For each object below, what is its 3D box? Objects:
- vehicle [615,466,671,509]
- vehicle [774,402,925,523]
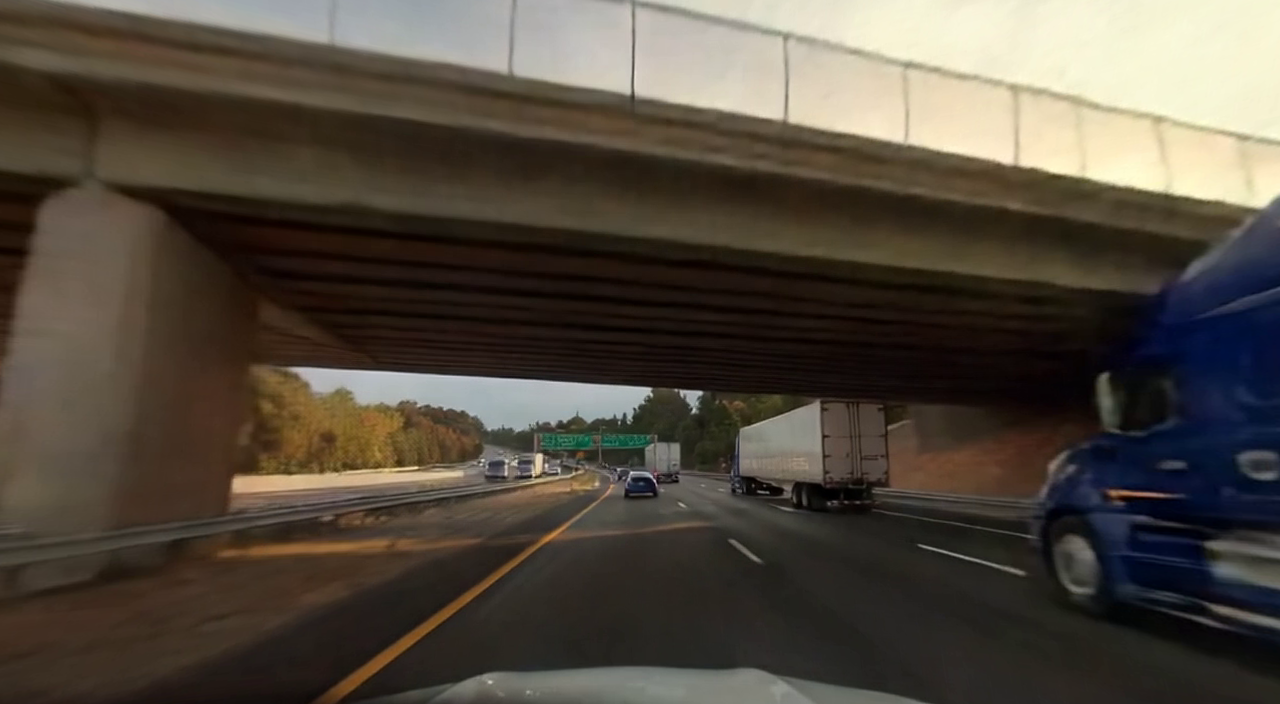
[{"bbox_3d":[0.130,5.404,25.414,2.067,1.552,3.601,1,-11,0],"label":"vehicle"},{"bbox_3d":[7.321,4.151,23.561,2.839,3.684,8.091,1,-11,0],"label":"vehicle"}]
